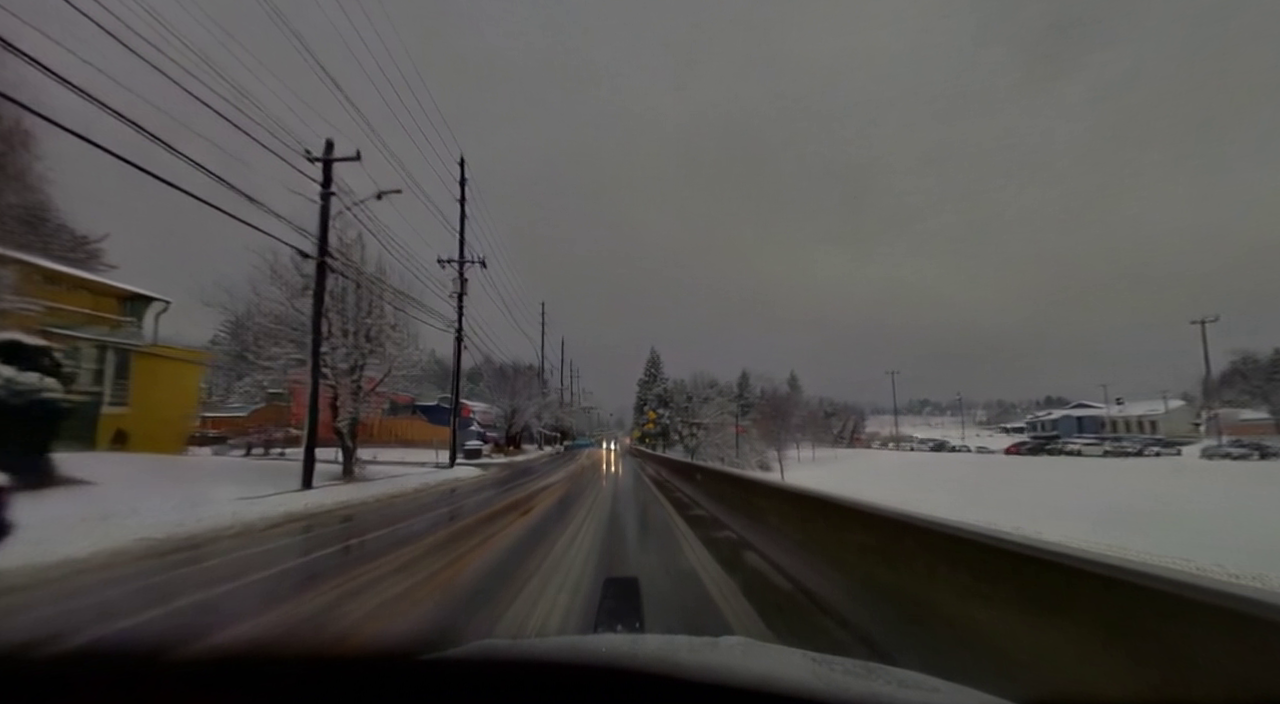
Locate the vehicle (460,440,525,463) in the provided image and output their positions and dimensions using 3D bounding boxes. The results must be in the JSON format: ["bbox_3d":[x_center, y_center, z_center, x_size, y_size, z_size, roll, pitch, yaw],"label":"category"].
[{"bbox_3d":[-11.309,7.657,48.560,4.500,1.674,1.915,8,-12,-44],"label":"vehicle"}]
